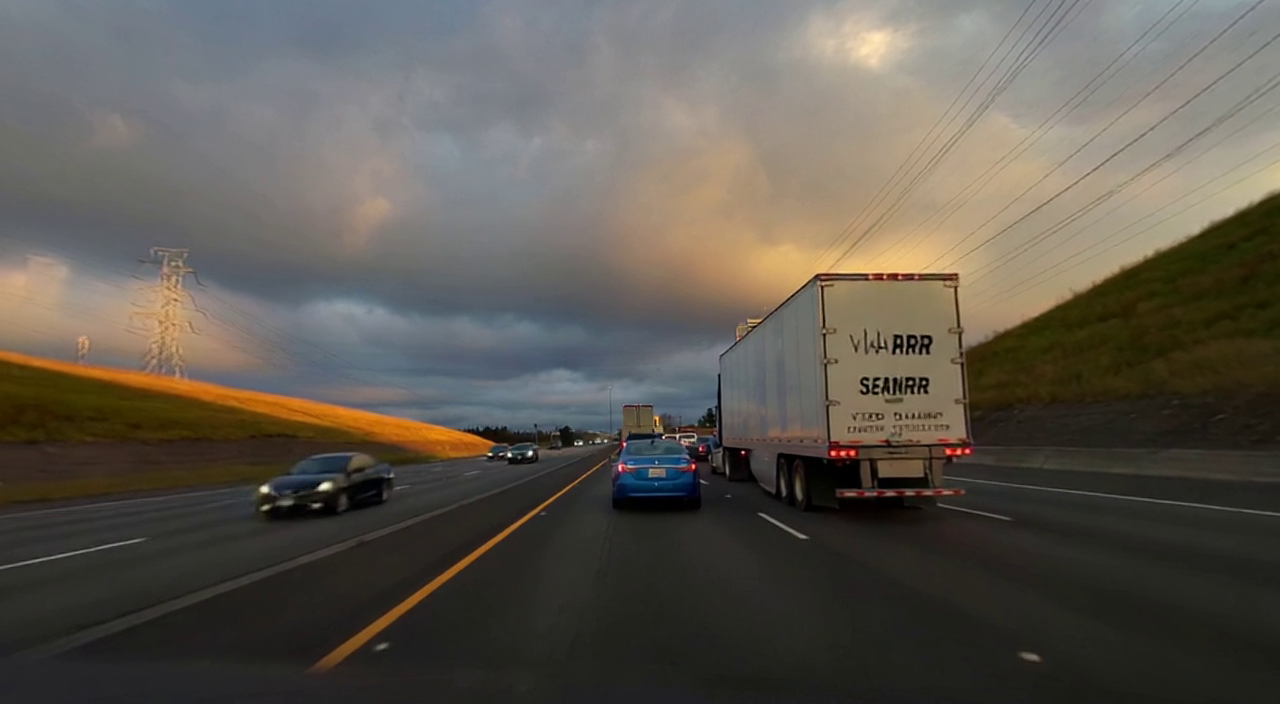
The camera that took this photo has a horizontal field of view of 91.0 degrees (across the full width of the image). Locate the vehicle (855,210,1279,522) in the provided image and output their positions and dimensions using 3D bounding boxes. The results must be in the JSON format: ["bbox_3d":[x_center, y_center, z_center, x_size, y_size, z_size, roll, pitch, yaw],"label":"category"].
[{"bbox_3d":[8.700,0.983,14.459,2.845,4.146,12.401,0,-8,-1],"label":"vehicle"}]

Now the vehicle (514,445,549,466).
[{"bbox_3d":[-8.202,7.832,47.800,1.848,1.512,4.327,-1,-8,0],"label":"vehicle"}]

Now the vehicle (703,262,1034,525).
[{"bbox_3d":[4.180,1.574,16.827,3.138,4.065,14.276,0,-8,-2],"label":"vehicle"}]

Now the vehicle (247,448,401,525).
[{"bbox_3d":[-7.778,3.294,15.981,1.926,1.606,3.853,-1,-8,-1],"label":"vehicle"}]

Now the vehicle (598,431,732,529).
[{"bbox_3d":[0.331,2.205,11.437,2.045,1.446,3.597,0,-8,-2],"label":"vehicle"}]
